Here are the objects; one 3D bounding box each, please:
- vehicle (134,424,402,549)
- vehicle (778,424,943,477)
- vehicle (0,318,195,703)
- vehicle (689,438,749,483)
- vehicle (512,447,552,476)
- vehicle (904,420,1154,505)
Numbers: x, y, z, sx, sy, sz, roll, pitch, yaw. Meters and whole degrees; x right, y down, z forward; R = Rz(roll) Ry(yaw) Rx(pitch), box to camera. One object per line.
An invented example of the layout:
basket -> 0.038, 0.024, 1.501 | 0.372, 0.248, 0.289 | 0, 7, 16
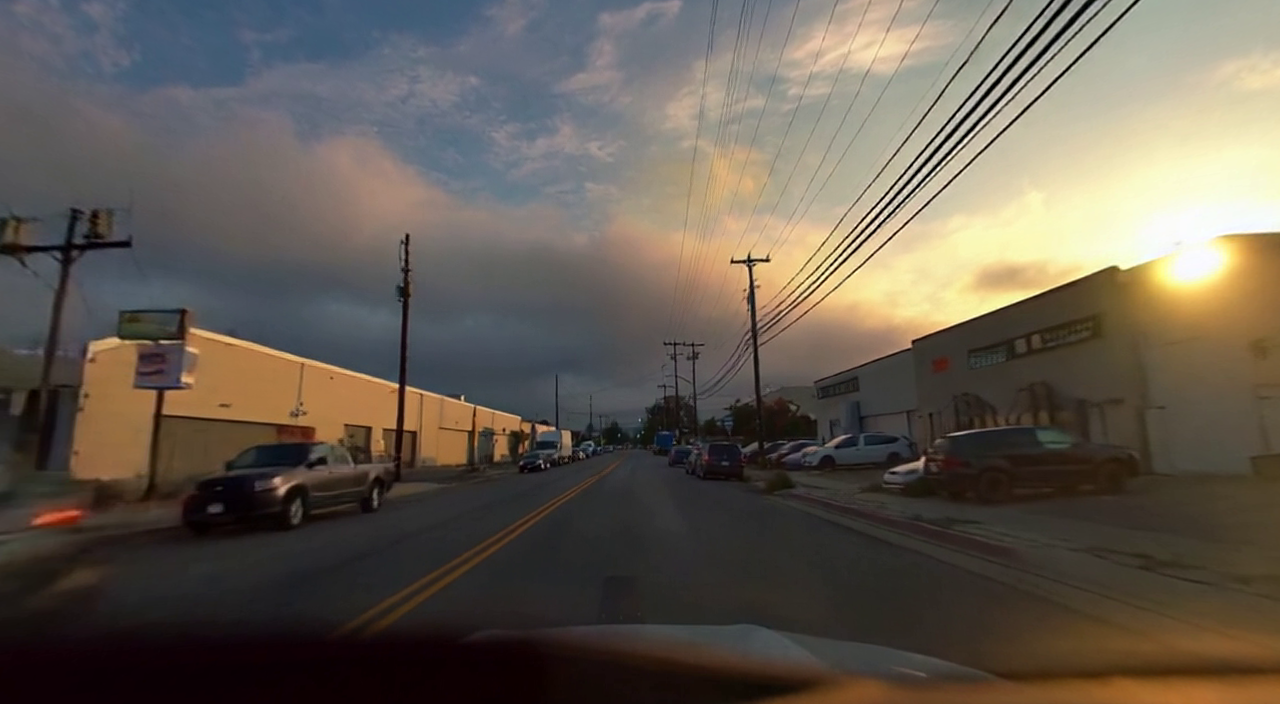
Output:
vehicle -> -7.972, 2.884, 14.744 | 2.530, 2.110, 6.445 | -3, -8, -1
vehicle -> 10.967, 4.984, 32.017 | 7.236, 2.219, 2.674 | -3, -8, 0
vehicle -> -3.598, 0.610, 1.057 | 2.229, 1.889, 4.816 | 0, -9, -1
vehicle -> 3.761, 5.273, 31.086 | 2.333, 1.967, 6.008 | 0, -9, 2
vehicle -> -7.849, 7.956, 46.246 | 2.123, 1.802, 4.486 | -4, -8, -2
vehicle -> 8.897, 2.575, 14.831 | 4.406, 1.822, 2.071 | 0, -9, 2
